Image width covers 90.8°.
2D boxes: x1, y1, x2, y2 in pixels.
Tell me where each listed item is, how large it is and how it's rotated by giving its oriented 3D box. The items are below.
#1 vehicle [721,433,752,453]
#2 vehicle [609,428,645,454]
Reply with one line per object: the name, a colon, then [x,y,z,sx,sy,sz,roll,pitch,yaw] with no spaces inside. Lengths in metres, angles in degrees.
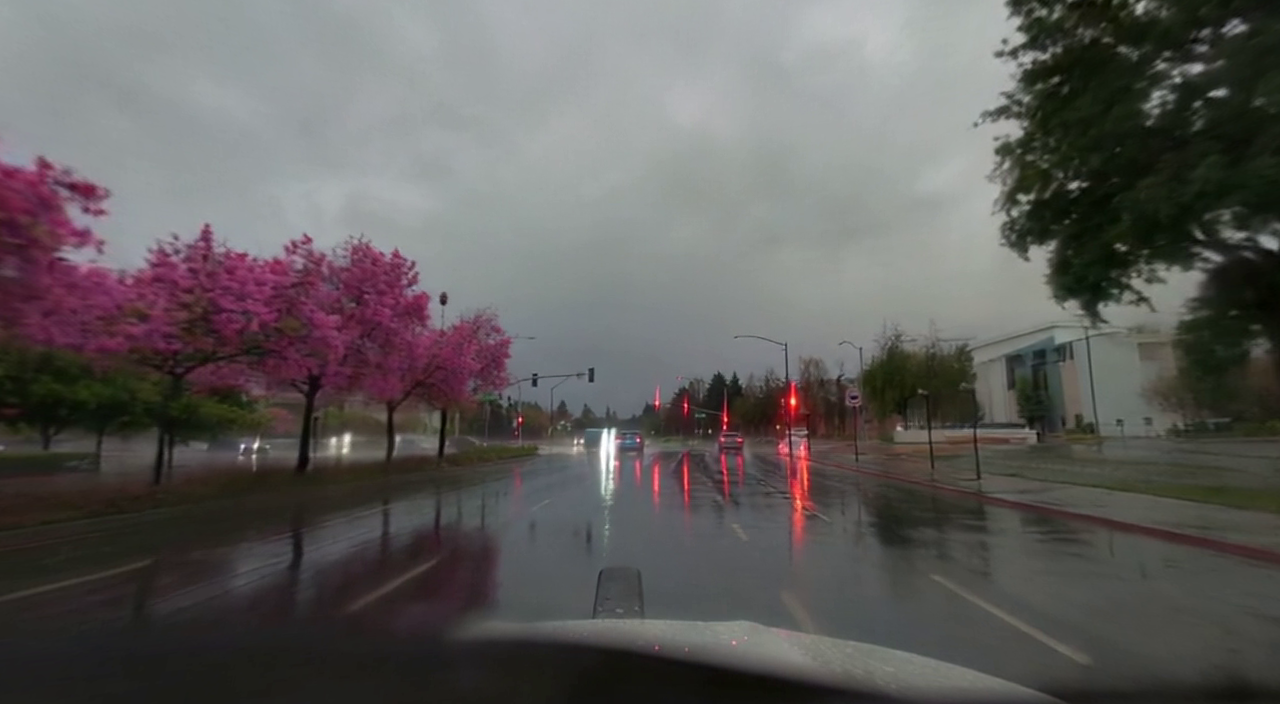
vehicle: [7.577,7.175,49.865,2.007,1.466,4.291,-1,-8,4]
vehicle: [-0.864,6.256,44.206,1.995,1.703,4.367,-1,-8,5]
